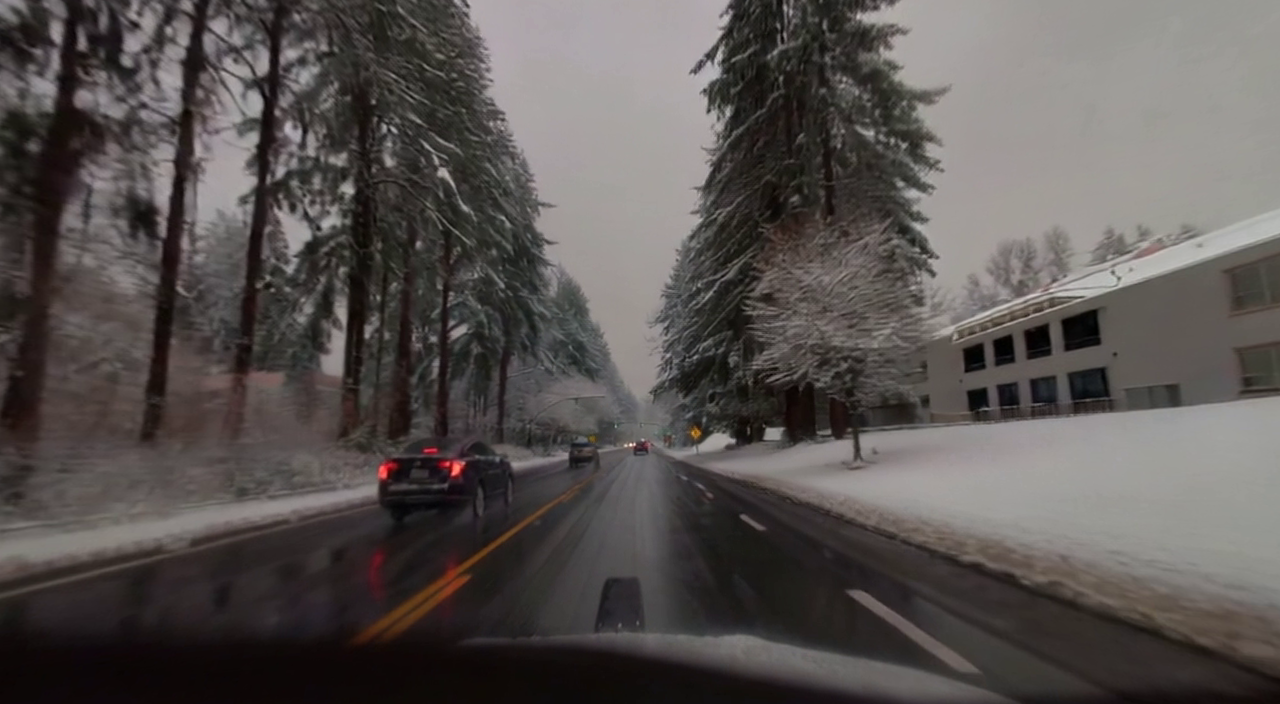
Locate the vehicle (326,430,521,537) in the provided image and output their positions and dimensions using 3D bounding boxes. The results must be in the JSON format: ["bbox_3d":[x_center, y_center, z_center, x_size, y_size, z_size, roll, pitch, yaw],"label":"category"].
[{"bbox_3d":[-3.458,2.185,11.128,1.862,1.478,4.369,0,-9,0],"label":"vehicle"}]

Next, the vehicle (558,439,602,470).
[{"bbox_3d":[-3.270,5.698,35.229,1.942,1.588,4.172,0,-9,1],"label":"vehicle"}]
